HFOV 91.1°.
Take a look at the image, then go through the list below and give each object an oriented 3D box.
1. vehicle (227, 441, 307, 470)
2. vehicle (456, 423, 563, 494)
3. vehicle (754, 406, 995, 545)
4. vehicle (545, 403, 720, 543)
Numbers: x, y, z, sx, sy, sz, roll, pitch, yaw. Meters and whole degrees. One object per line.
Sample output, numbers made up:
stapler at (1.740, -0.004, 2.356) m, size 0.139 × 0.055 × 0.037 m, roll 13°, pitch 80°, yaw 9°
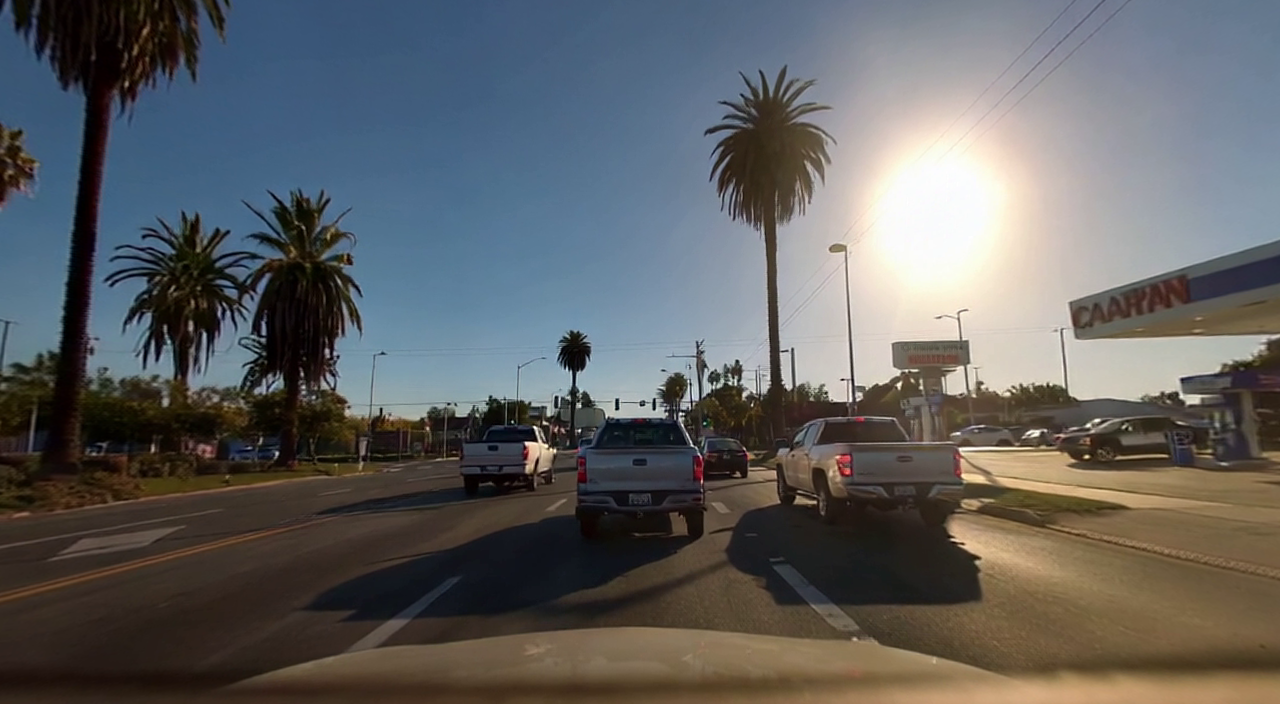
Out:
vehicle at (-29.031, 8.043, 49.174) m, size 2.543 × 2.092 × 6.613 m, roll 0°, pitch -8°, yaw -3°
vehicle at (-3.675, 3.114, 18.646) m, size 2.071 × 1.811 × 4.605 m, roll 0°, pitch -8°, yaw 1°
vehicle at (3.603, 2.041, 11.128) m, size 2.120 × 1.828 × 5.531 m, roll 0°, pitch -8°, yaw 0°
vehicle at (-0.043, 1.995, 11.053) m, size 2.295 × 1.835 × 5.471 m, roll 0°, pitch -8°, yaw 1°
